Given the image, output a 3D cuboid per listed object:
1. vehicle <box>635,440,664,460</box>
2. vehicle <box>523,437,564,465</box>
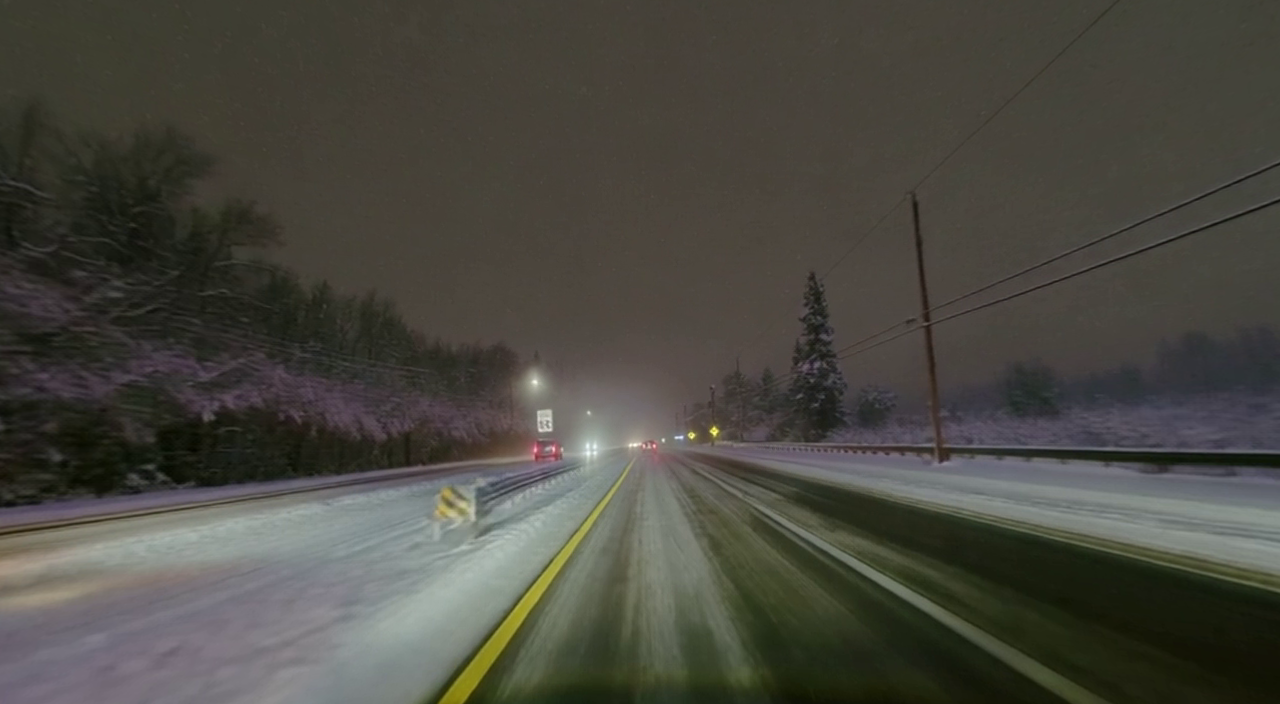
[{"bbox_3d":[0.704,7.378,47.490,2.061,1.469,3.782,0,-8,1],"label":"vehicle"},{"bbox_3d":[-6.861,7.040,45.039,2.068,1.897,4.372,0,-8,2],"label":"vehicle"}]
